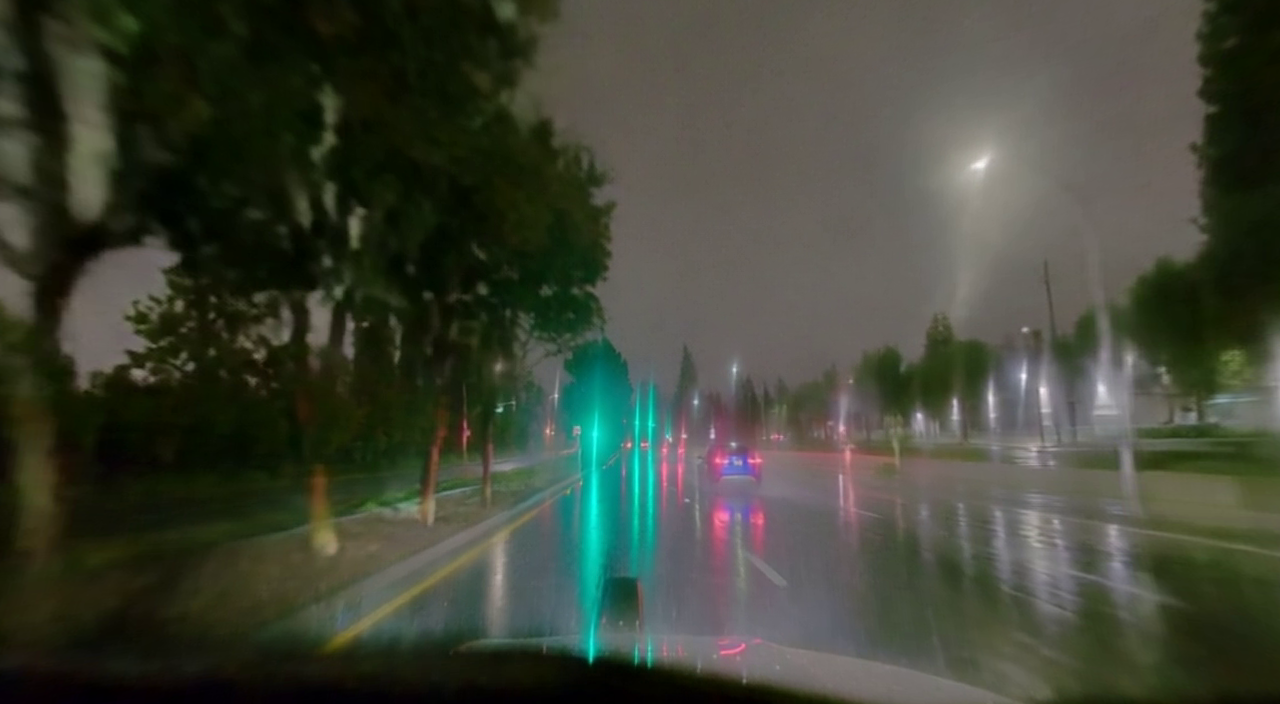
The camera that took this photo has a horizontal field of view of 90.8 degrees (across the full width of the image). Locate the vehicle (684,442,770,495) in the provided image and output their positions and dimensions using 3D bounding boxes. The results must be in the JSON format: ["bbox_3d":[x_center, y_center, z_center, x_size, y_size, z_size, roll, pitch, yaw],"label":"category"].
[{"bbox_3d":[2.641,3.651,20.212,2.056,1.483,4.091,0,-8,-1],"label":"vehicle"}]
